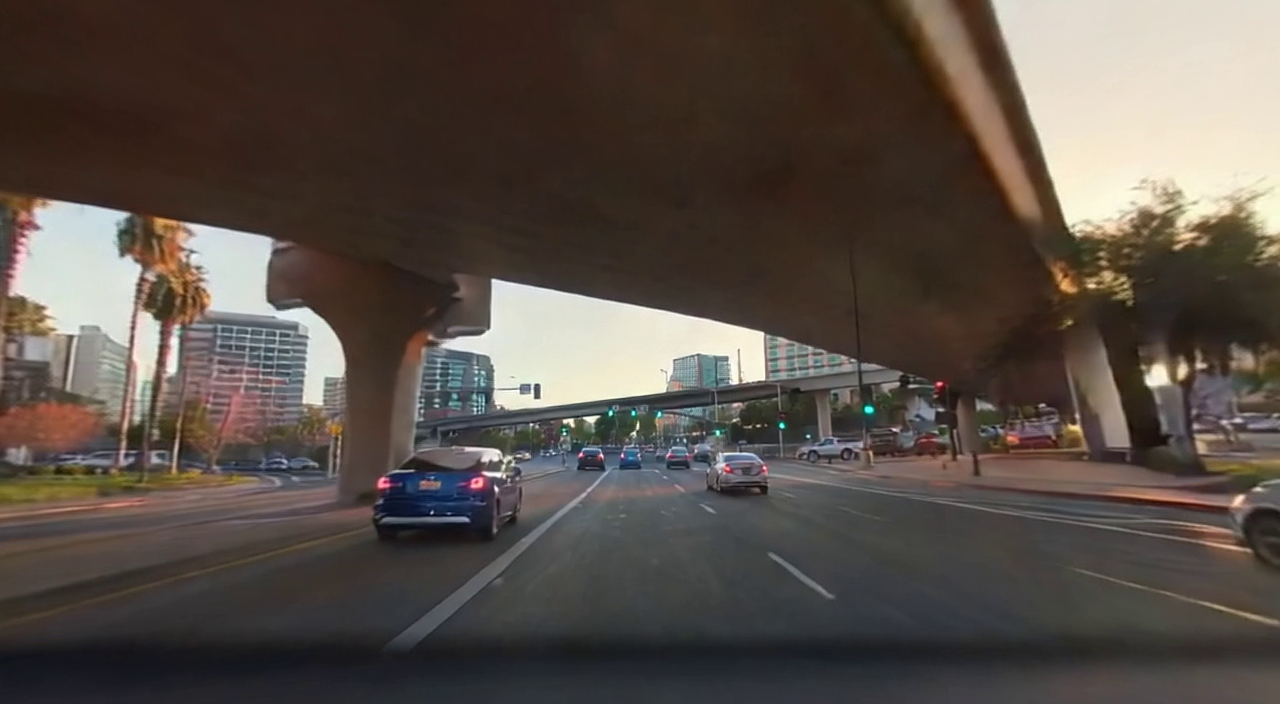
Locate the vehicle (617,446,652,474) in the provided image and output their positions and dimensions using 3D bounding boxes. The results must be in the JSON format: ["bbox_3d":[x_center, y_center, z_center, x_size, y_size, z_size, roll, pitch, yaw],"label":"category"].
[{"bbox_3d":[-0.375,7.131,41.710,2.172,1.694,4.055,0,-9,0],"label":"vehicle"}]

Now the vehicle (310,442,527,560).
[{"bbox_3d":[-3.229,2.231,10.186,2.111,1.506,4.018,0,-9,-1],"label":"vehicle"}]

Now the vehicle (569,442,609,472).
[{"bbox_3d":[-3.641,7.644,45.976,2.485,2.012,5.498,0,-9,0],"label":"vehicle"}]

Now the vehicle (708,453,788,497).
[{"bbox_3d":[3.831,4.445,23.095,2.156,1.404,4.120,0,-9,-1],"label":"vehicle"}]
